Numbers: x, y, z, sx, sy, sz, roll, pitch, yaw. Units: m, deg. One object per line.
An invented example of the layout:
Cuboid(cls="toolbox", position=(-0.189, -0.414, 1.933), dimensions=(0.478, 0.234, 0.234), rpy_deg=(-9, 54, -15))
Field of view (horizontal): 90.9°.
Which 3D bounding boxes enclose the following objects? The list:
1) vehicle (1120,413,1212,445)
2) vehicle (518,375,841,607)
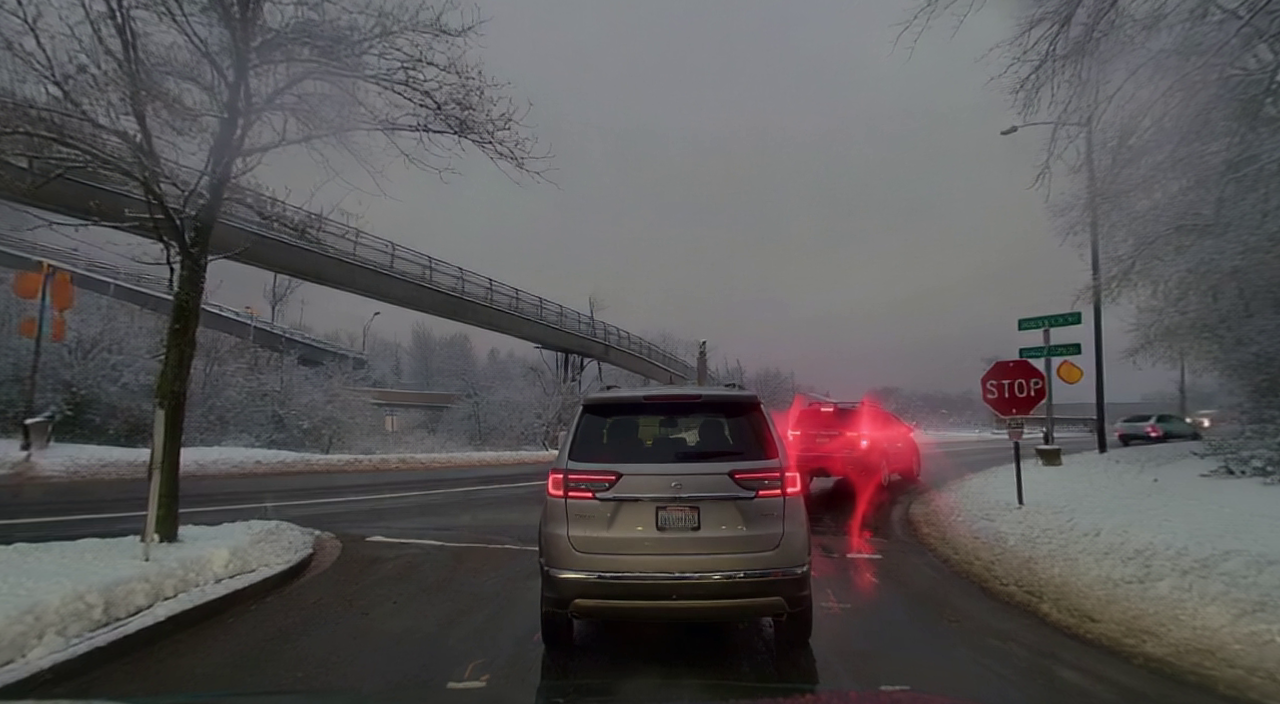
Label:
Cuboid(cls="vehicle", position=(29.637, 4.373, 35.507), dimensions=(5.060, 1.648, 2.038), rpy_deg=(4, -10, -27))
Cuboid(cls="vehicle", position=(0.311, 1.403, 7.151), dimensions=(2.494, 1.804, 4.336), rpy_deg=(0, -9, 0))
